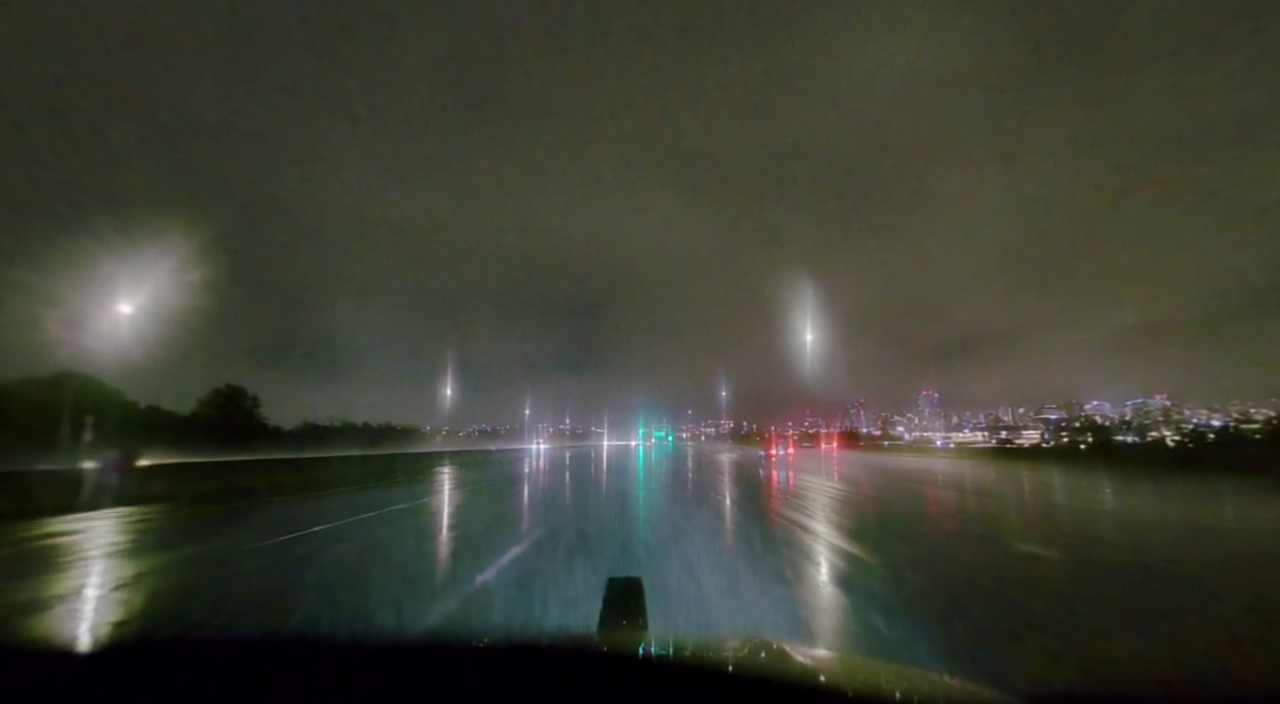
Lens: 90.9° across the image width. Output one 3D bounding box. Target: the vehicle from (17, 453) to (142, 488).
[{"bbox_3d":[-26.874,5.677,30.495,1.902,1.459,4.495,0,-8,0],"label":"vehicle"}]
